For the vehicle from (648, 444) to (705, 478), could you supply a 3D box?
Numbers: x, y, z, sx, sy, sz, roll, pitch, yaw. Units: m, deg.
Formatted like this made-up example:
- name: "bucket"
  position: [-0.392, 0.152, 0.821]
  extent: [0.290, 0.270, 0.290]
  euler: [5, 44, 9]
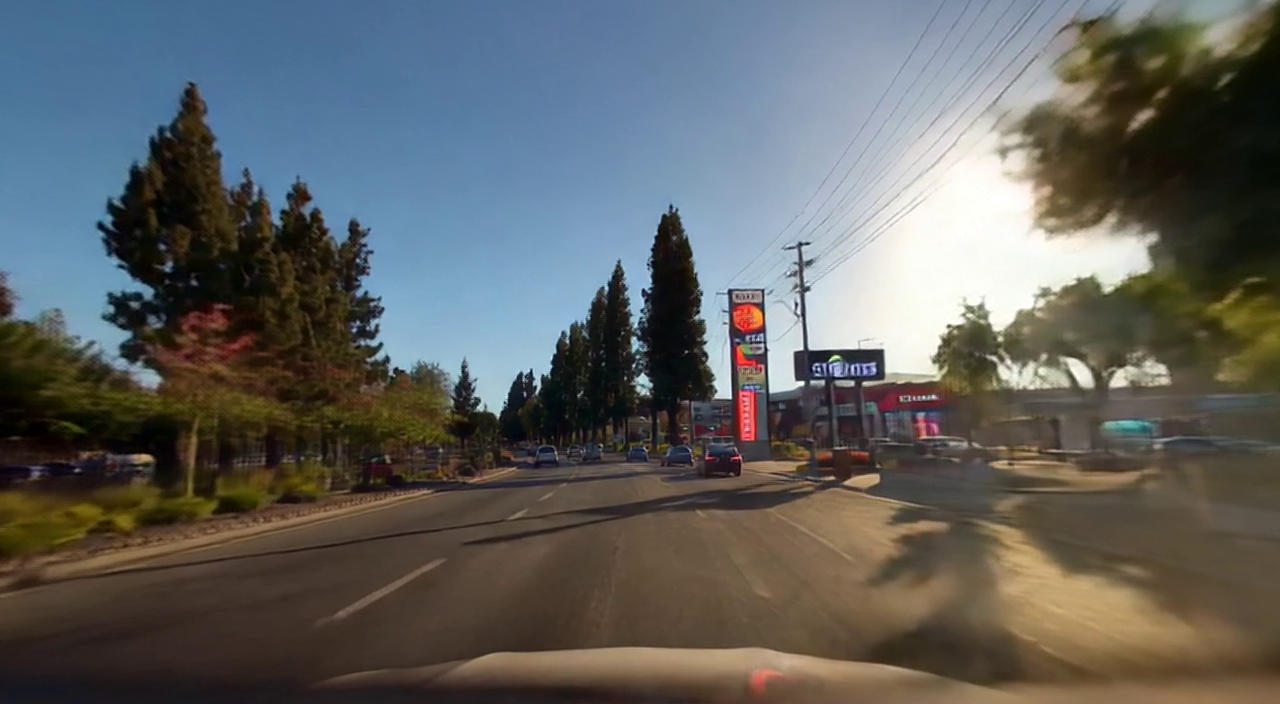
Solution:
- name: "vehicle"
  position: [1.617, 5.120, 29.888]
  extent: [2.130, 1.476, 4.453]
  euler: [0, -9, -4]
